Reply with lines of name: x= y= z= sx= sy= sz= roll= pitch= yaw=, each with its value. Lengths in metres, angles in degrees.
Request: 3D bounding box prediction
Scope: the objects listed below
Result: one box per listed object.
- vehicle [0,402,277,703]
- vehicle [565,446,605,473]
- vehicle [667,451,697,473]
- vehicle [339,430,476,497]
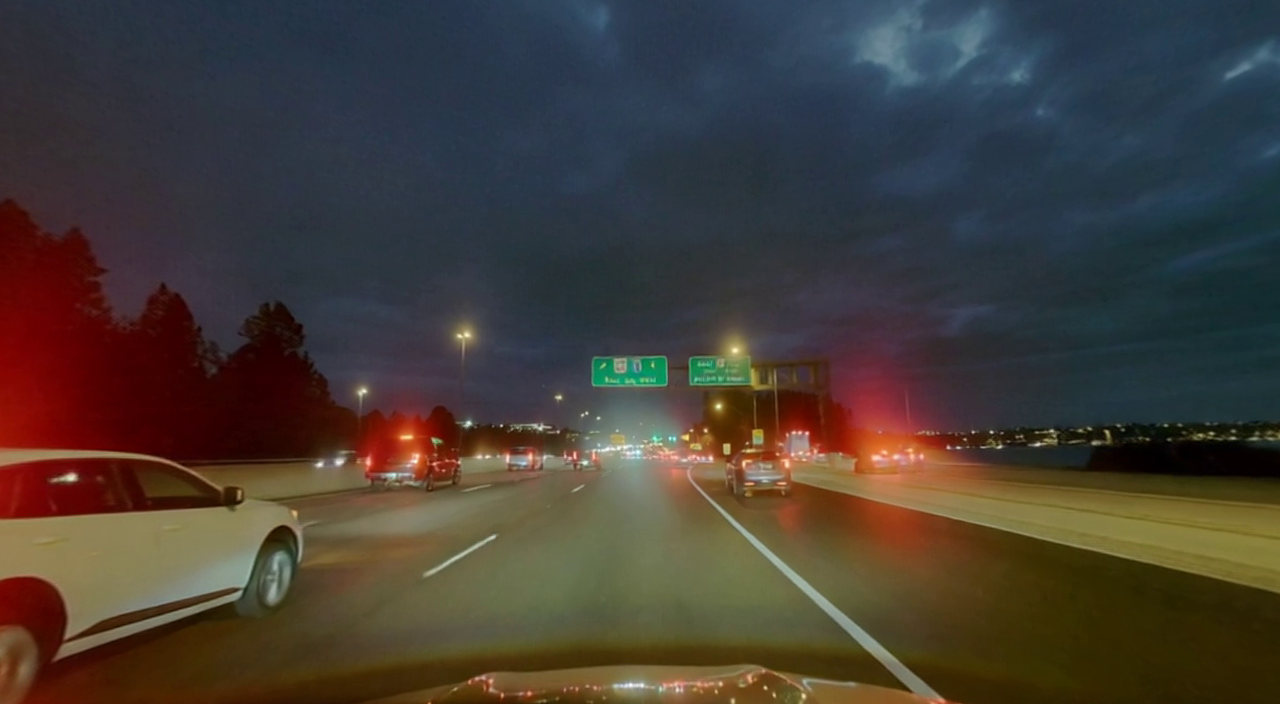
vehicle: x=-4.086 y=1.001 z=2.923 sx=2.027 sy=1.547 sz=4.511 roll=0 pitch=-9 yaw=1
vehicle: x=-3.602 y=7.133 z=42.040 sx=2.132 sy=1.708 sz=4.571 roll=0 pitch=-9 yaw=1
vehicle: x=3.114 y=8.225 z=47.350 sx=2.153 sy=1.510 sz=4.646 roll=0 pitch=-9 yaw=3
vehicle: x=-7.433 y=3.630 z=20.974 sx=2.250 sy=1.870 sz=5.647 roll=0 pitch=-9 yaw=2
